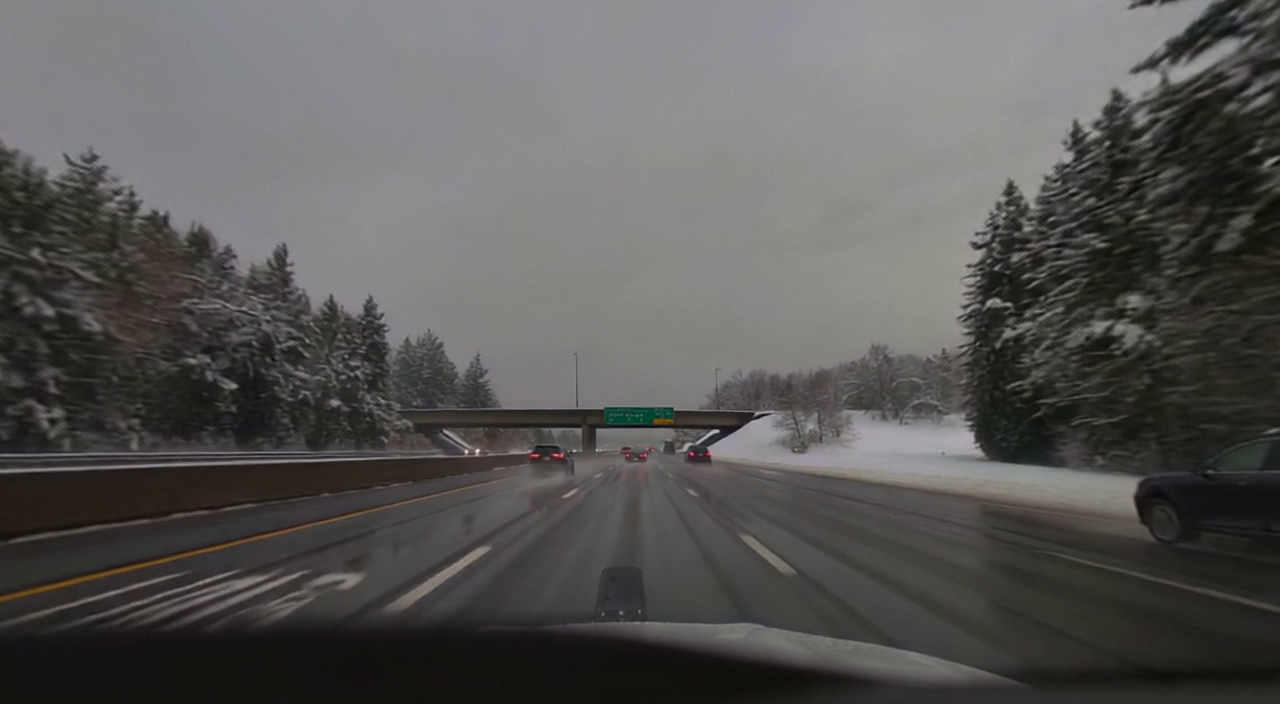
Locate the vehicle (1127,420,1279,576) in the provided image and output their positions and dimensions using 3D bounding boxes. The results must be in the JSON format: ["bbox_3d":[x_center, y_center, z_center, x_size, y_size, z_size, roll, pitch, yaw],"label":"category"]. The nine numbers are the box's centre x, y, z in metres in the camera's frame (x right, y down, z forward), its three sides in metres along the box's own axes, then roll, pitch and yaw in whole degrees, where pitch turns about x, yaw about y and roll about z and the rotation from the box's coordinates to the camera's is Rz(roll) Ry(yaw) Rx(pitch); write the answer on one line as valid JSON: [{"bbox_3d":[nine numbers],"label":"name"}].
[{"bbox_3d":[7.644,1.499,6.440,1.989,1.603,4.126,0,-9,0],"label":"vehicle"}]

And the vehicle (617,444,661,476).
[{"bbox_3d":[-0.053,5.404,31.806,2.075,1.486,4.007,0,-9,0],"label":"vehicle"}]

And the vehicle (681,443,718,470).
[{"bbox_3d":[3.720,6.614,40.044,1.936,1.625,3.991,0,-9,0],"label":"vehicle"}]

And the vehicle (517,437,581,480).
[{"bbox_3d":[-3.981,4.763,28.517,2.113,1.756,4.471,0,-9,2],"label":"vehicle"}]

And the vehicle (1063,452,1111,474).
[{"bbox_3d":[33.139,8.208,46.932,1.980,1.532,4.660,-4,-9,24],"label":"vehicle"}]
